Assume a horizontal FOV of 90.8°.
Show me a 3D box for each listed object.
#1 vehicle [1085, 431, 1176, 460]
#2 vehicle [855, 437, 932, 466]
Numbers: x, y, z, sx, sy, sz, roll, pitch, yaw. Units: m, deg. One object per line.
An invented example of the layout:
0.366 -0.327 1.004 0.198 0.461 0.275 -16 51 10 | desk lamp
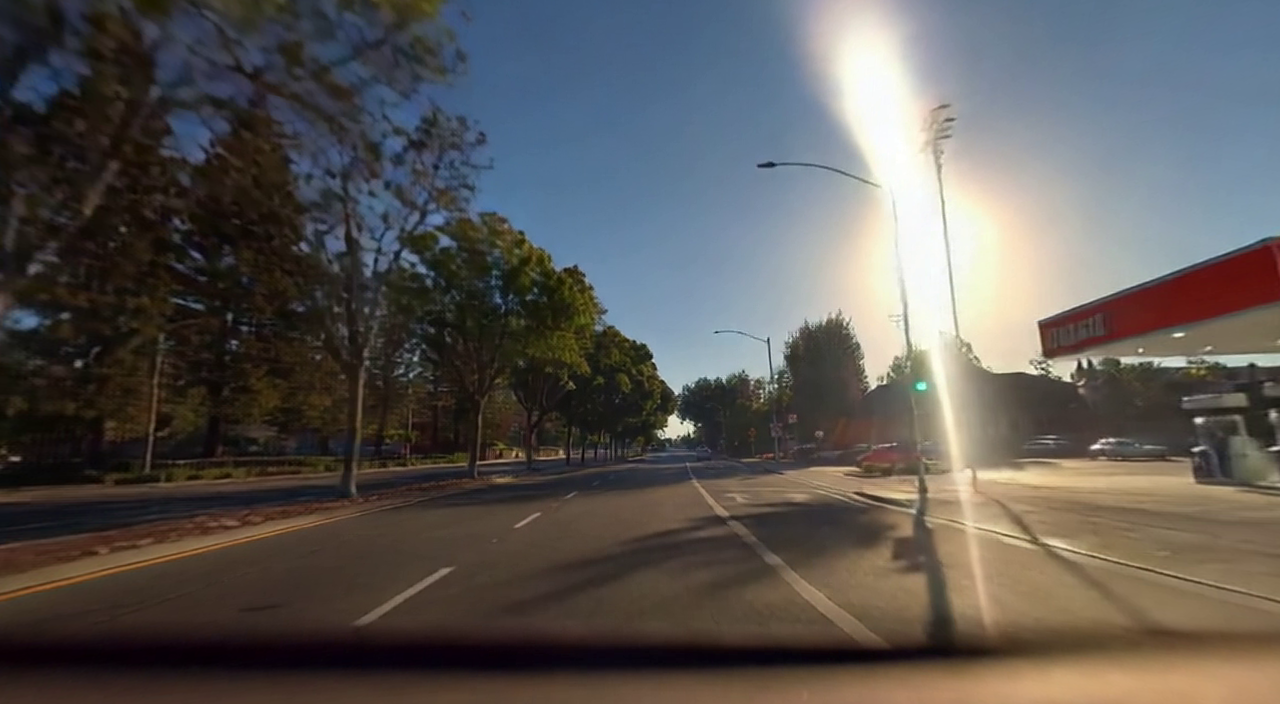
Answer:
32.216 6.146 41.649 2.045 1.778 4.517 1 -9 -6 | vehicle
14.640 5.776 36.369 4.744 1.475 2.008 9 -16 -40 | vehicle
